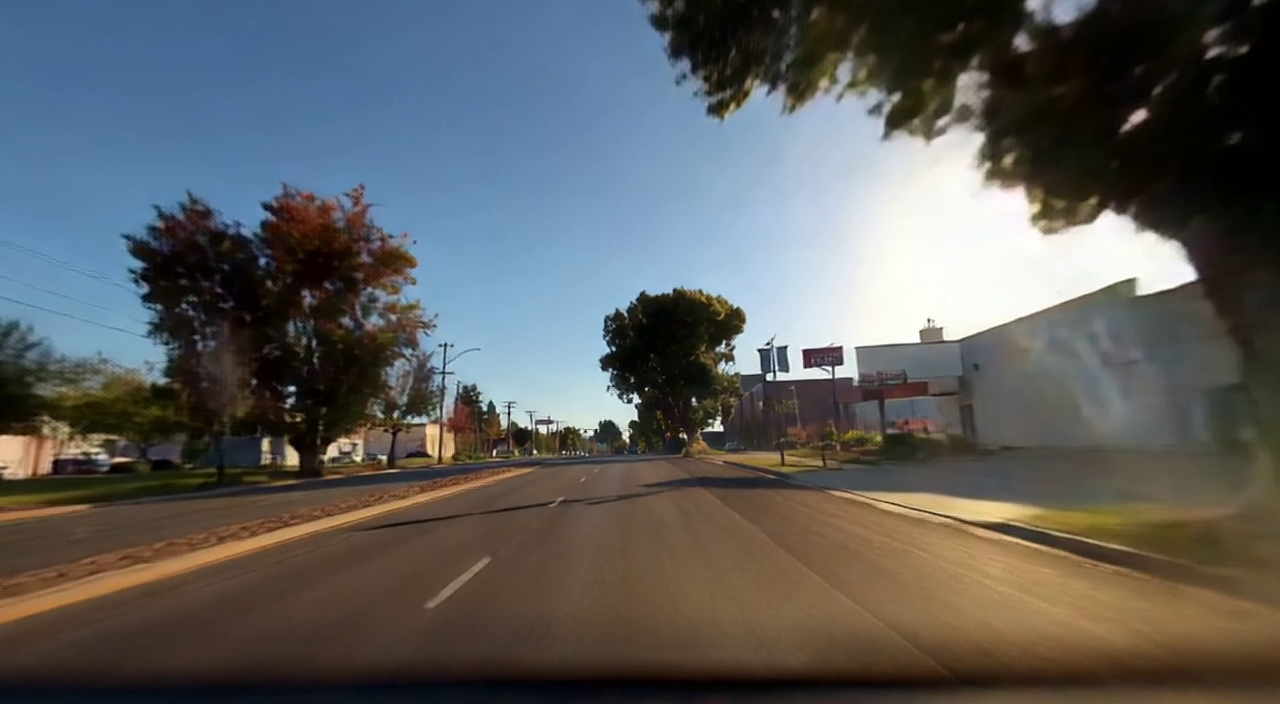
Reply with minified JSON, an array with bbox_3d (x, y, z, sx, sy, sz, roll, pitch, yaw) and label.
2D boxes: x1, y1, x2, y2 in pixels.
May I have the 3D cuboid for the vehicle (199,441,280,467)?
[{"bbox_3d":[-23.615,6.017,37.547,1.815,1.460,4.642,0,-8,0],"label":"vehicle"}]
